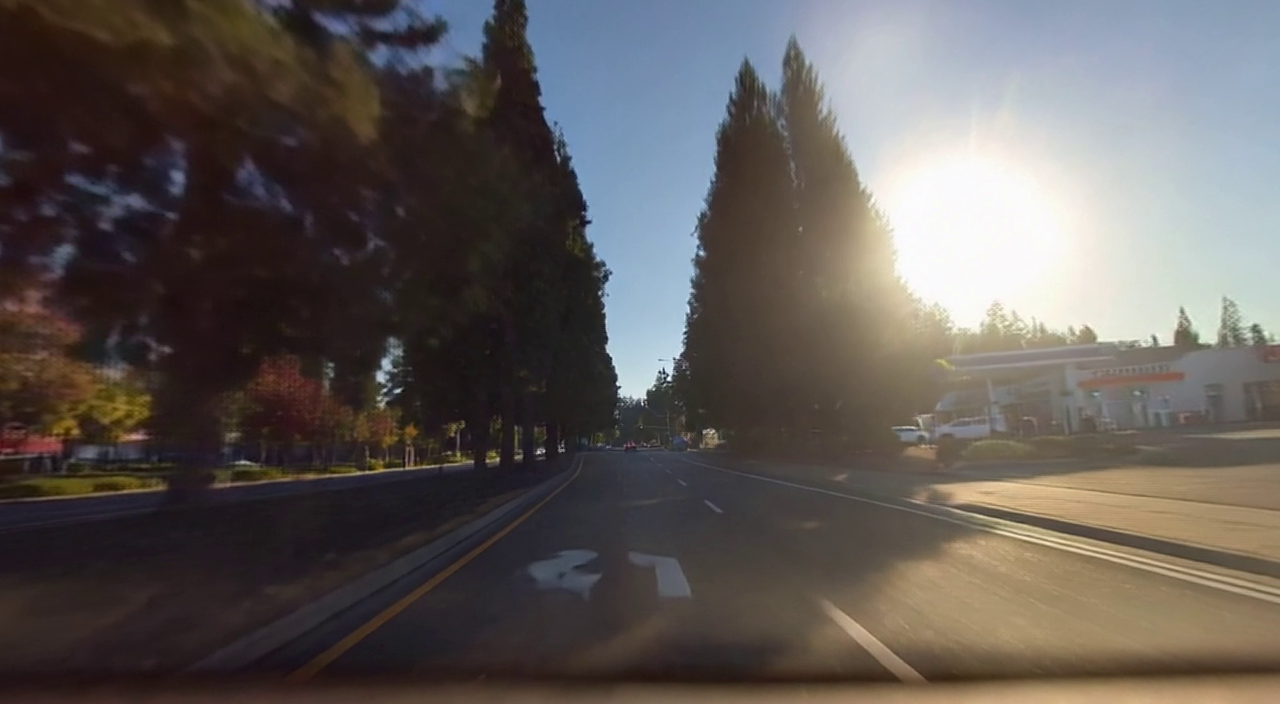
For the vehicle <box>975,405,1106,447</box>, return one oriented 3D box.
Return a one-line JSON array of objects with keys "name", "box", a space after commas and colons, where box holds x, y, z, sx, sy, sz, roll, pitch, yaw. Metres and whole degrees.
[{"name": "vehicle", "box": [21.229, 3.979, 33.670, 5.483, 1.801, 2.202, 3, -9, 0]}]
